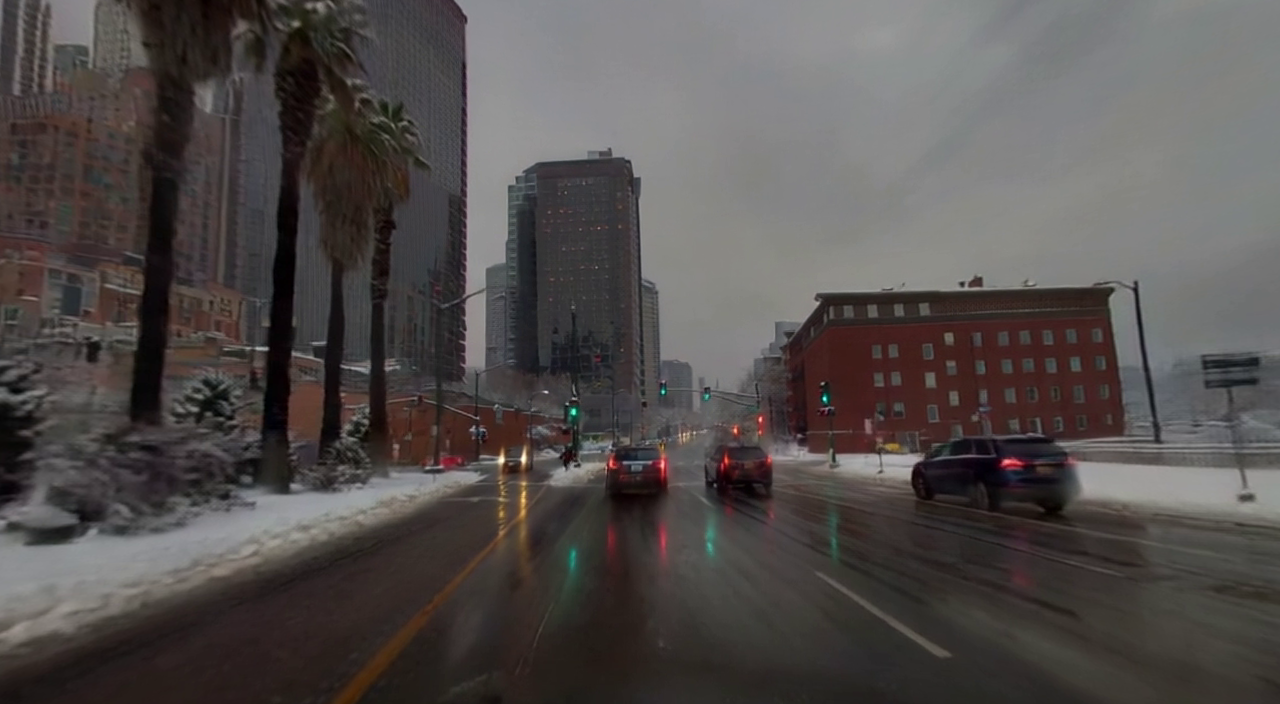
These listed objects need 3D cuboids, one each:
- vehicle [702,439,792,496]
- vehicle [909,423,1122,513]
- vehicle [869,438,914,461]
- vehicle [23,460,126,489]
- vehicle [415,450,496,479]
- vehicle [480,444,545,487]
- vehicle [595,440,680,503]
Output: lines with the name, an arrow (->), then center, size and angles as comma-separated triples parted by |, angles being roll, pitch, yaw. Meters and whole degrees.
vehicle -> 3.072, 3.397, 18.830 | 1.909, 1.500, 3.524 | 0, -9, -2
vehicle -> 8.124, 2.560, 14.327 | 2.000, 1.685, 4.487 | 0, -9, -1
vehicle -> 19.695, 7.680, 49.654 | 1.959, 1.674, 4.706 | -1, -9, 5
vehicle -> -39.831, 8.567, 44.539 | 5.791, 1.900, 2.283 | -2, -9, 12
vehicle -> -10.218, 6.161, 34.843 | 4.641, 1.502, 1.882 | -7, -11, 38
vehicle -> -4.903, 4.420, 24.896 | 1.977, 1.501, 4.435 | 0, -9, -5
vehicle -> -0.115, 3.201, 17.293 | 2.048, 1.503, 3.681 | 0, -9, -2
